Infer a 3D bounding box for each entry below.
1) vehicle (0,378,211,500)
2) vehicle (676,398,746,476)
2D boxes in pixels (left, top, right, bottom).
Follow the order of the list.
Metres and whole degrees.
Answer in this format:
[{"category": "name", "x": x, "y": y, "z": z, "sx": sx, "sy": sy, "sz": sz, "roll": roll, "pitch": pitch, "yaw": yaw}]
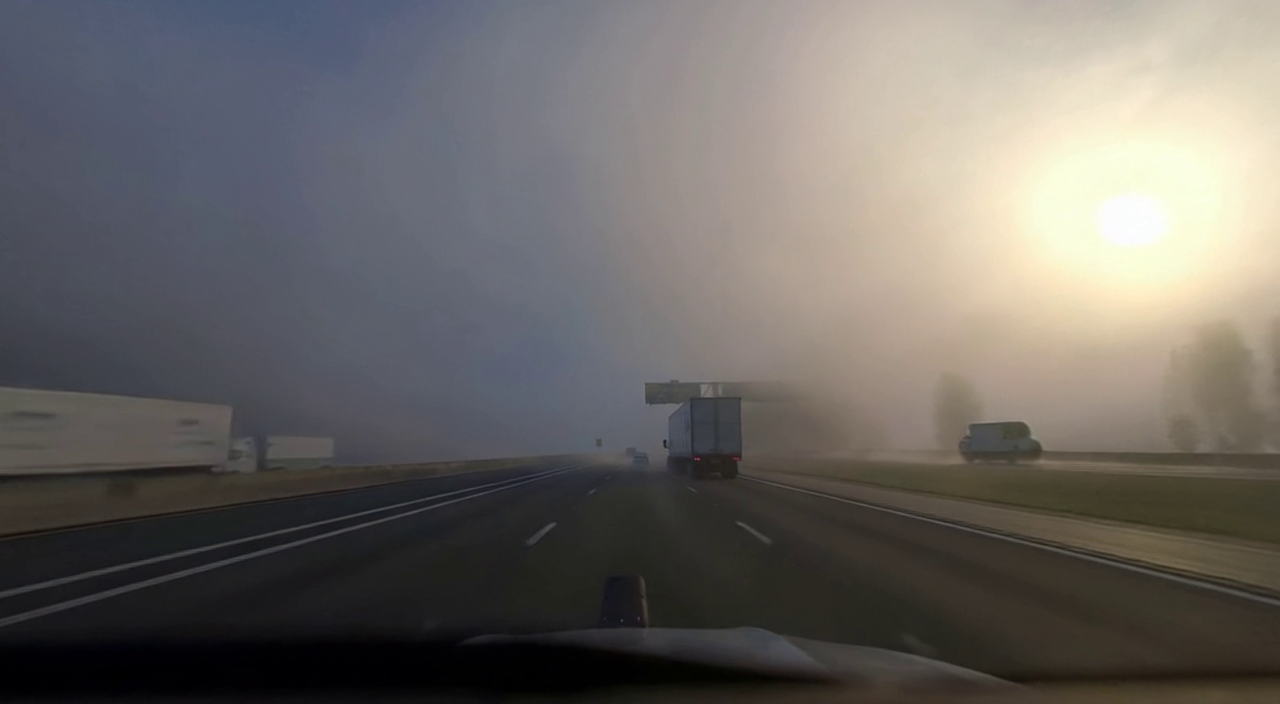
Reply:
[{"category": "vehicle", "x": -20.529, "y": 2.883, "z": 20.744, "sx": 3.568, "sy": 3.525, "sz": 13.475, "roll": 0, "pitch": -9, "yaw": -1}, {"category": "vehicle", "x": 4.329, "y": 5.686, "z": 41.388, "sx": 3.058, "sy": 4.312, "sz": 12.251, "roll": 0, "pitch": -9, "yaw": 0}]
